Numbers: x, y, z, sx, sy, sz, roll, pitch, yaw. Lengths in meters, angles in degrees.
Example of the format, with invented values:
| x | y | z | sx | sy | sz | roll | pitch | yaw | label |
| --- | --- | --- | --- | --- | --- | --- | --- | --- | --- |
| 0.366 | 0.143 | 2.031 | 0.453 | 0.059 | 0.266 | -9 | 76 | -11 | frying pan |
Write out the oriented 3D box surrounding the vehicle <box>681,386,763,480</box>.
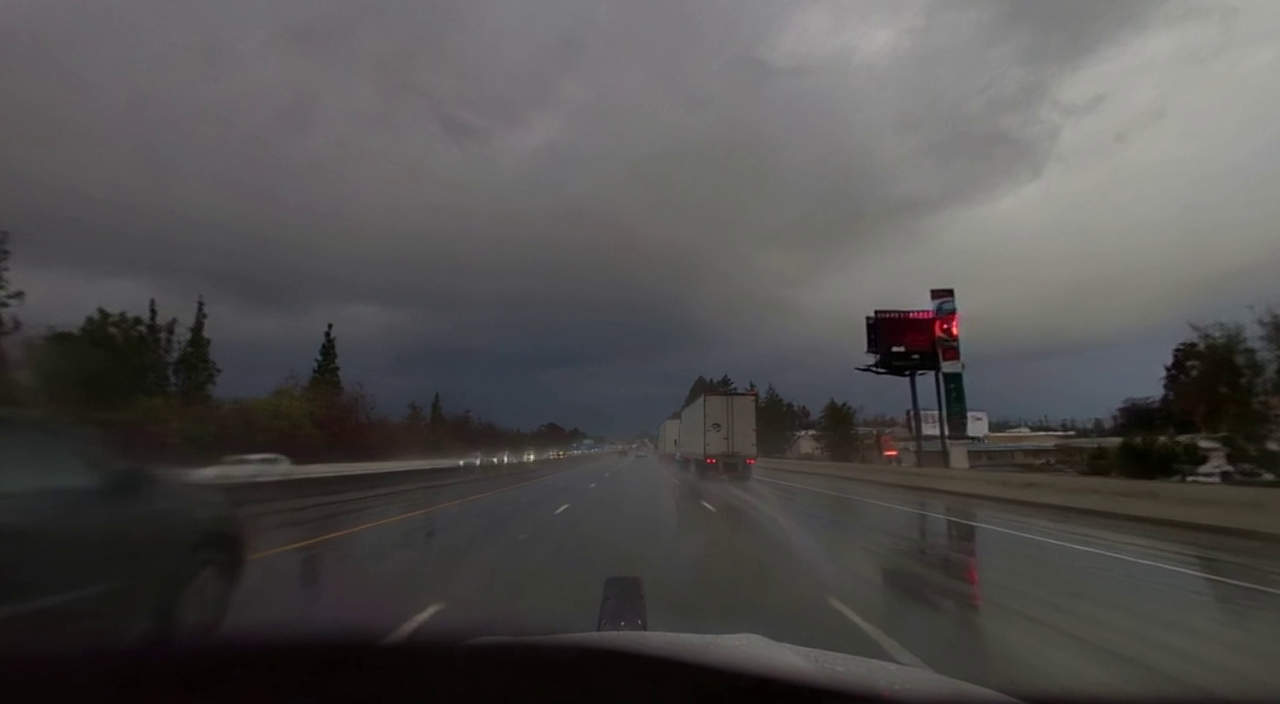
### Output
| x | y | z | sx | sy | sz | roll | pitch | yaw | label |
| --- | --- | --- | --- | --- | --- | --- | --- | --- | --- |
| 4.172 | 4.762 | 35.726 | 2.826 | 4.269 | 14.176 | 0 | -9 | 0 | vehicle |

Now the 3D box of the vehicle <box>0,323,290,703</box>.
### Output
| x | y | z | sx | sy | sz | roll | pitch | yaw | label |
| --- | --- | --- | --- | --- | --- | --- | --- | --- | --- |
| -3.642 | 0.712 | 1.957 | 2.291 | 1.788 | 4.825 | 0 | -9 | 0 | vehicle |
